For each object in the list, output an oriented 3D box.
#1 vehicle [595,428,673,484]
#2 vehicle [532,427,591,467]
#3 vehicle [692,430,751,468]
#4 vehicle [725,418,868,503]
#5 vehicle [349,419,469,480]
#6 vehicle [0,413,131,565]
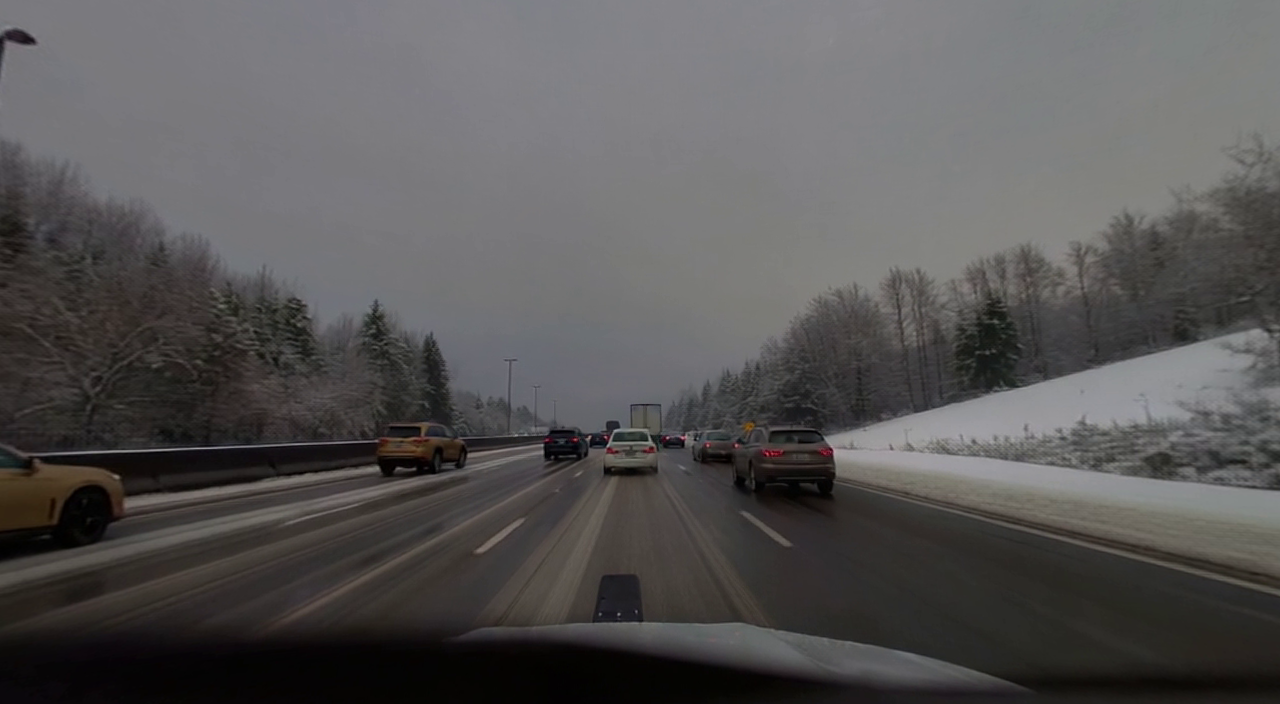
[{"bbox_3d":[-0.144,3.116,19.220,2.111,1.494,4.364,0,-8,0],"label":"vehicle"},{"bbox_3d":[-3.517,4.359,29.078,2.064,1.672,4.277,0,-8,1],"label":"vehicle"},{"bbox_3d":[3.505,4.263,27.901,1.972,1.516,4.514,0,-8,-1],"label":"vehicle"},{"bbox_3d":[3.358,2.415,14.488,2.095,1.650,4.331,0,-8,-1],"label":"vehicle"},{"bbox_3d":[-7.441,3.193,20.877,2.117,1.779,4.745,0,-8,1],"label":"vehicle"},{"bbox_3d":[-7.482,1.338,5.974,1.934,1.526,3.966,0,-8,0],"label":"vehicle"}]
